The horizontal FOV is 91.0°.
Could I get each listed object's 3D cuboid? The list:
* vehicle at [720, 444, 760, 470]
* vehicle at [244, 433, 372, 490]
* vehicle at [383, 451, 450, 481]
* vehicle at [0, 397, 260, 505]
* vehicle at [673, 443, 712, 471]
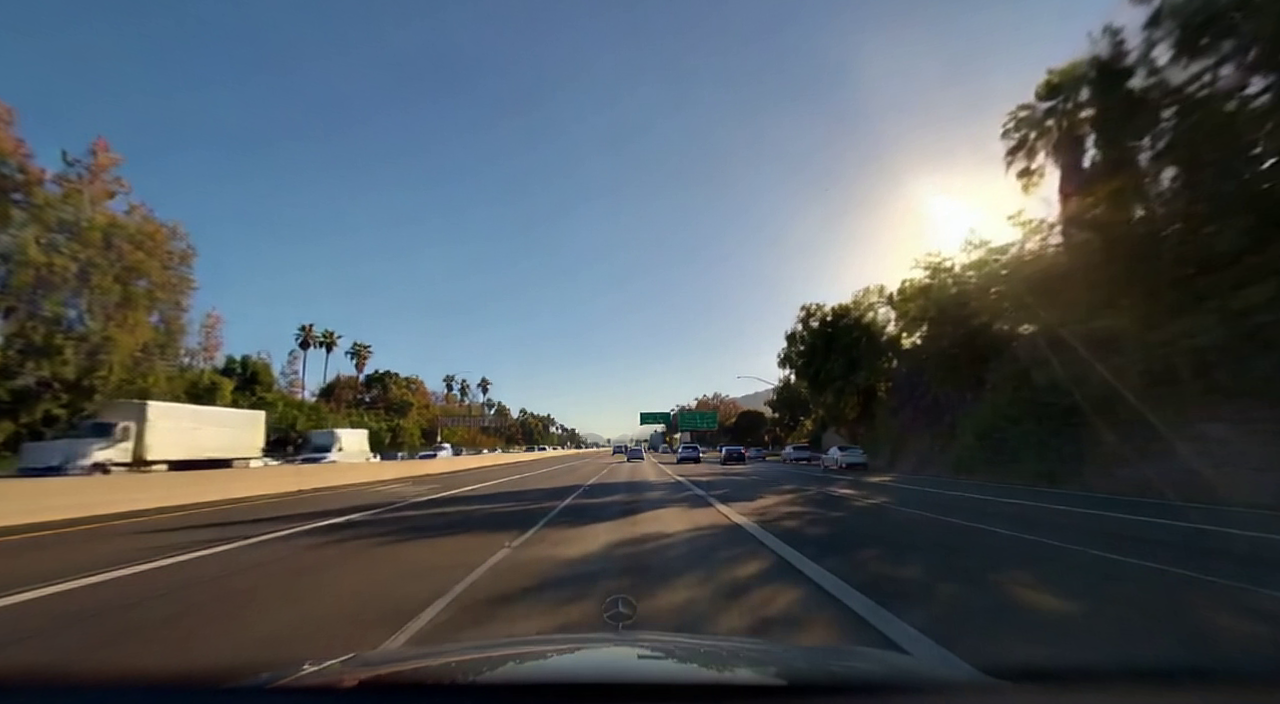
[{"bbox_3d":[6.807,7.161,43.098,1.902,1.623,4.360,0,-8,-2],"label":"vehicle"},{"bbox_3d":[-15.872,5.248,30.670,2.780,2.467,6.067,0,-8,1],"label":"vehicle"},{"bbox_3d":[-12.045,6.152,34.233,1.980,1.494,4.511,0,-8,0],"label":"vehicle"},{"bbox_3d":[-19.625,3.915,25.301,3.038,3.554,8.784,0,-8,0],"label":"vehicle"},{"bbox_3d":[3.329,6.719,40.632,2.035,1.704,3.867,0,-8,-2],"label":"vehicle"}]
